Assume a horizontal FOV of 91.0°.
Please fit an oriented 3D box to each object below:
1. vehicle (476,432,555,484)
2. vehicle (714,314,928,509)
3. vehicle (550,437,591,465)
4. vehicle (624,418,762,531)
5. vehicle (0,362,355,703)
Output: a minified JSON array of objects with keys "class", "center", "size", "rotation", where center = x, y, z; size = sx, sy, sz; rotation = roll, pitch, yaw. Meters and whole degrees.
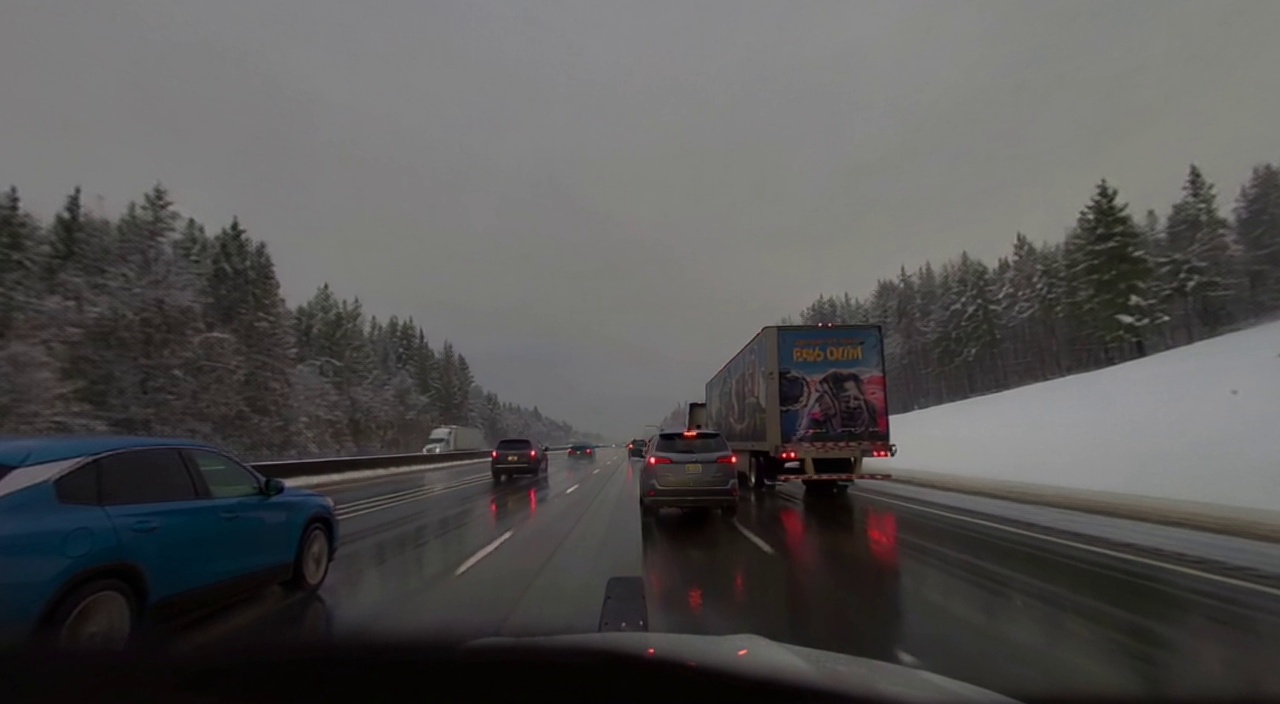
[{"class":"vehicle","center":[-4.231,3.641,21.945],"size":[1.905,1.642,3.803],"rotation":[0,-8,1]},{"class":"vehicle","center":[4.587,2.225,20.301],"size":[2.828,4.081,14.220],"rotation":[0,-8,0]},{"class":"vehicle","center":[-4.276,6.163,39.340],"size":[2.014,1.683,4.275],"rotation":[0,-8,1]},{"class":"vehicle","center":[0.745,2.089,11.223],"size":[2.017,1.662,3.543],"rotation":[0,-8,-2]},{"class":"vehicle","center":[-4.014,1.076,4.292],"size":[1.983,1.666,4.452],"rotation":[0,-8,1]}]
